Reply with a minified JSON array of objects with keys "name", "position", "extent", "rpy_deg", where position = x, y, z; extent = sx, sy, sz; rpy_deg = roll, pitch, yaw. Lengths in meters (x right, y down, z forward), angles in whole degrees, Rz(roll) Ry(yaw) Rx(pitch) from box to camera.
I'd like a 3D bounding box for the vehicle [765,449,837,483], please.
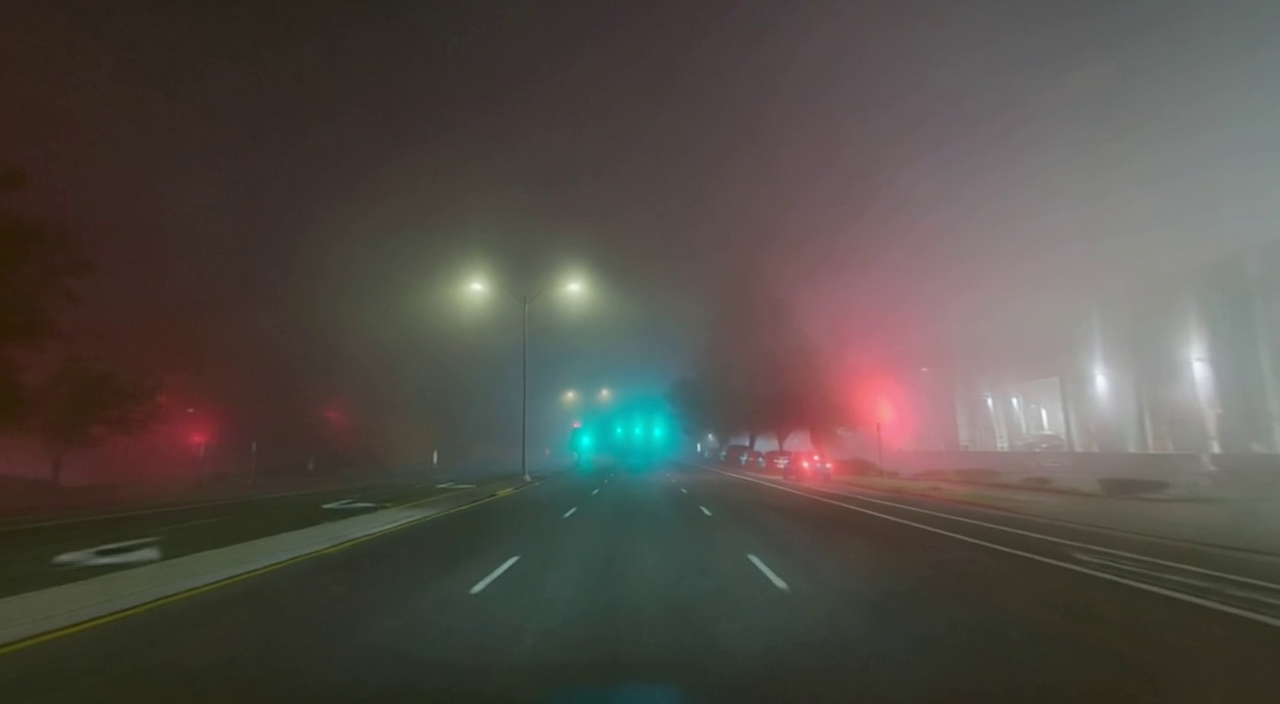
[{"name":"vehicle","position":[7.575,5.400,30.214],"extent":[2.066,1.451,4.783],"rpy_deg":[0,-9,-2]}]
